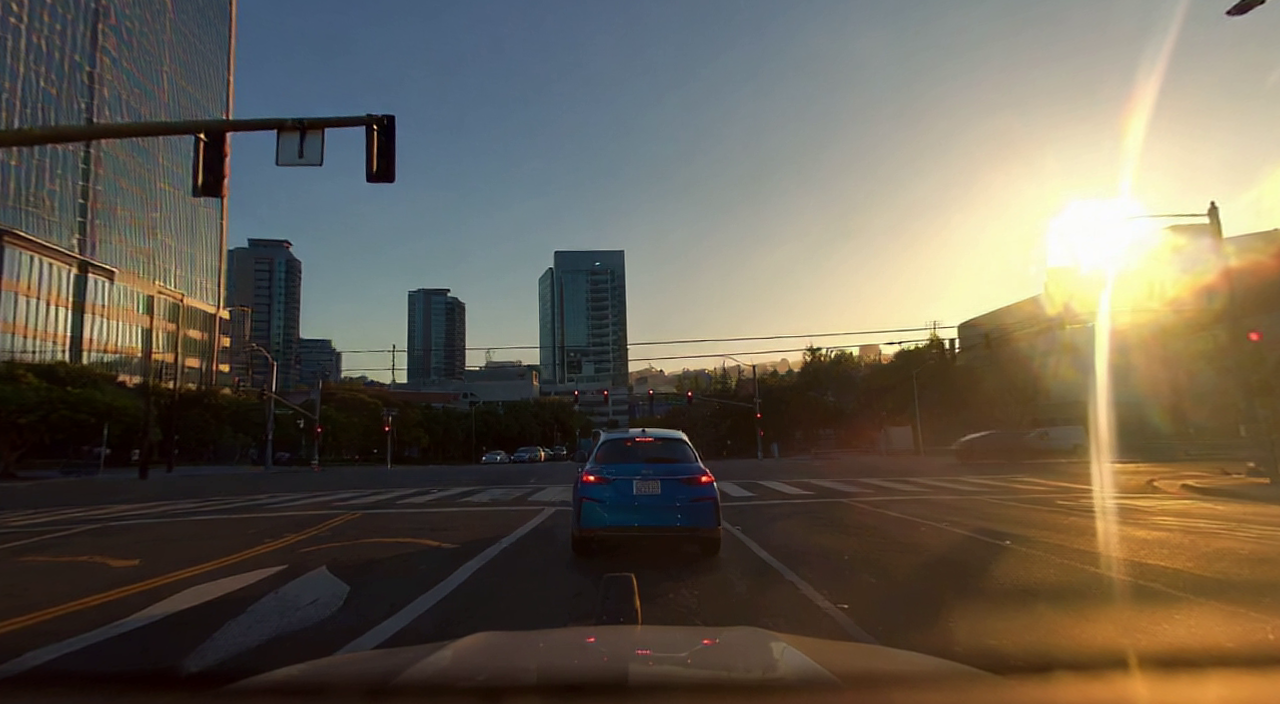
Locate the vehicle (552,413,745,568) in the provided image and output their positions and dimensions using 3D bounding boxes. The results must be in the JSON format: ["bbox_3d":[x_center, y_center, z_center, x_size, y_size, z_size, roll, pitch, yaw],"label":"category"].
[{"bbox_3d":[0.048,1.756,8.709,2.027,1.626,3.942,0,-8,-1],"label":"vehicle"}]

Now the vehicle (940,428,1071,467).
[{"bbox_3d":[18.320,4.815,31.829,5.247,1.889,2.050,0,-8,1],"label":"vehicle"}]
